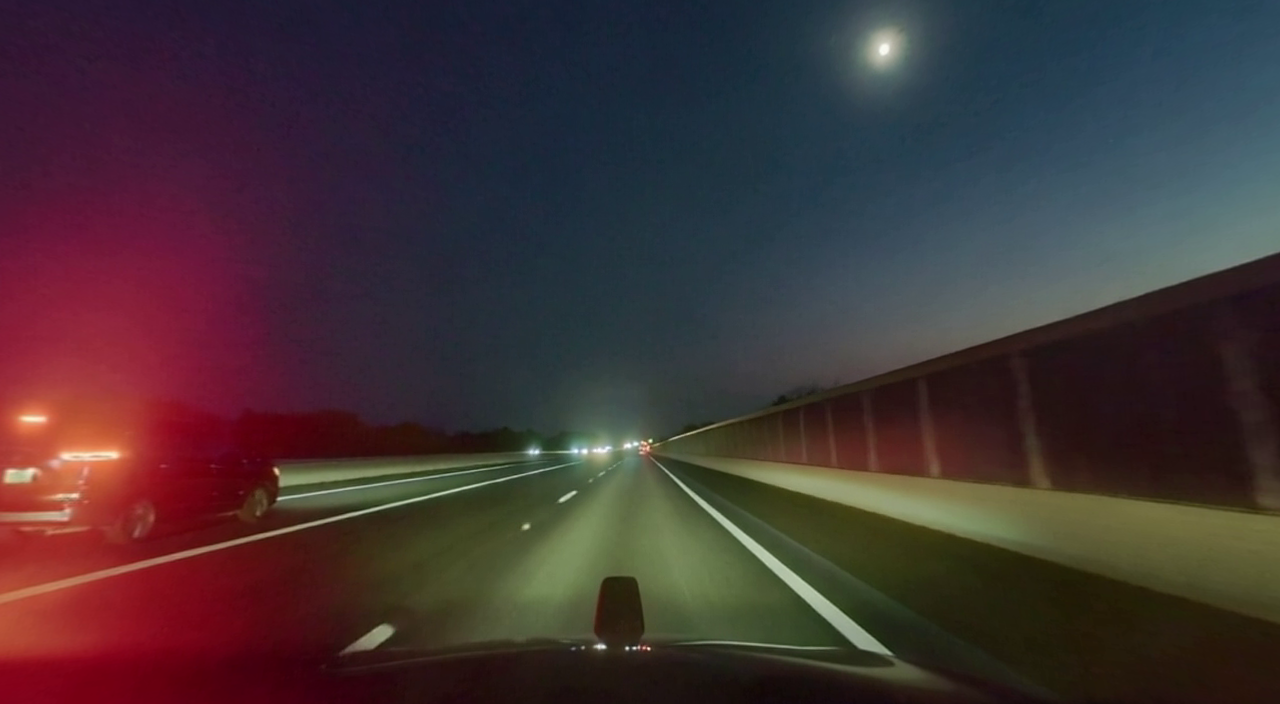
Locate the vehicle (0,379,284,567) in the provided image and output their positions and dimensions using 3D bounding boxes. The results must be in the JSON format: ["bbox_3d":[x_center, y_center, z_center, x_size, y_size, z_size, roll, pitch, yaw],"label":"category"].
[{"bbox_3d":[-7.670,1.616,9.031,2.163,1.947,4.959,0,-9,0],"label":"vehicle"}]
